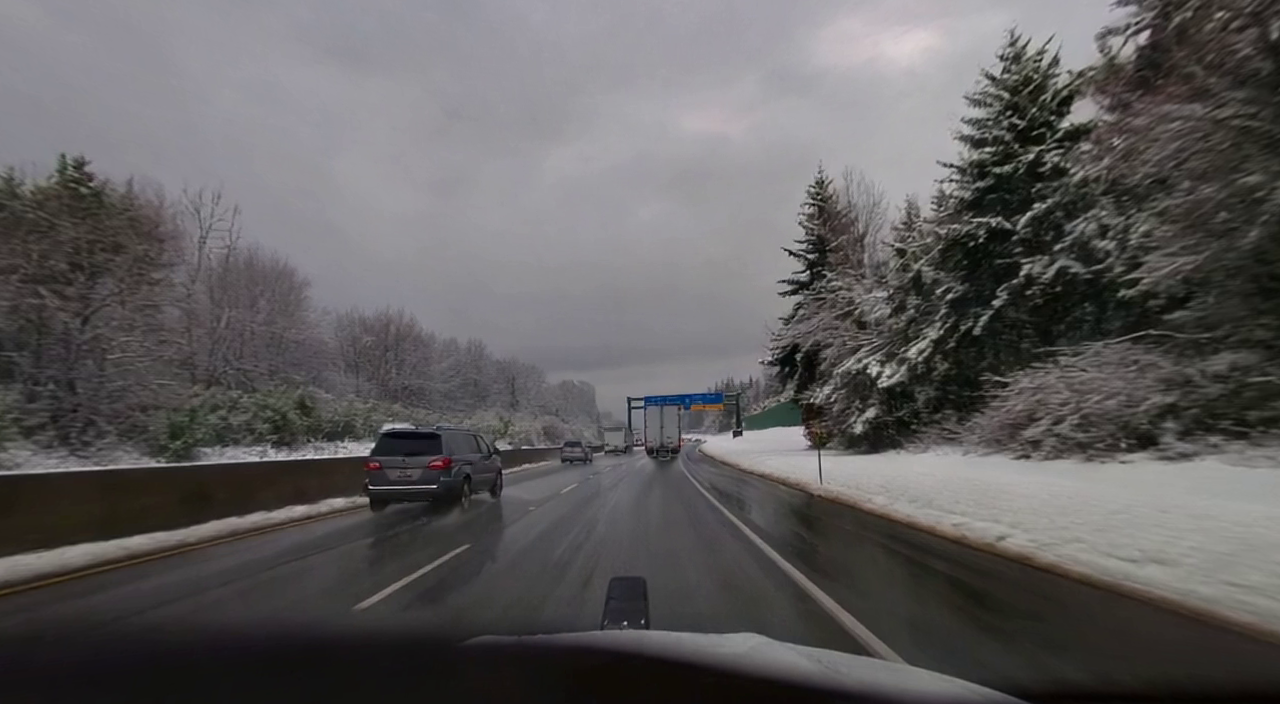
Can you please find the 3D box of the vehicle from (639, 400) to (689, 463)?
[{"bbox_3d":[1.640,5.451,42.496,2.933,3.701,10.425,0,-8,2],"label":"vehicle"}]

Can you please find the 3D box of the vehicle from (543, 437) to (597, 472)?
[{"bbox_3d":[-3.315,4.941,30.576,1.962,1.575,4.158,0,-8,2],"label":"vehicle"}]

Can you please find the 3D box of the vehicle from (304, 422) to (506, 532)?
[{"bbox_3d":[-3.784,2.066,10.979,1.927,1.556,3.921,0,-8,1],"label":"vehicle"}]
